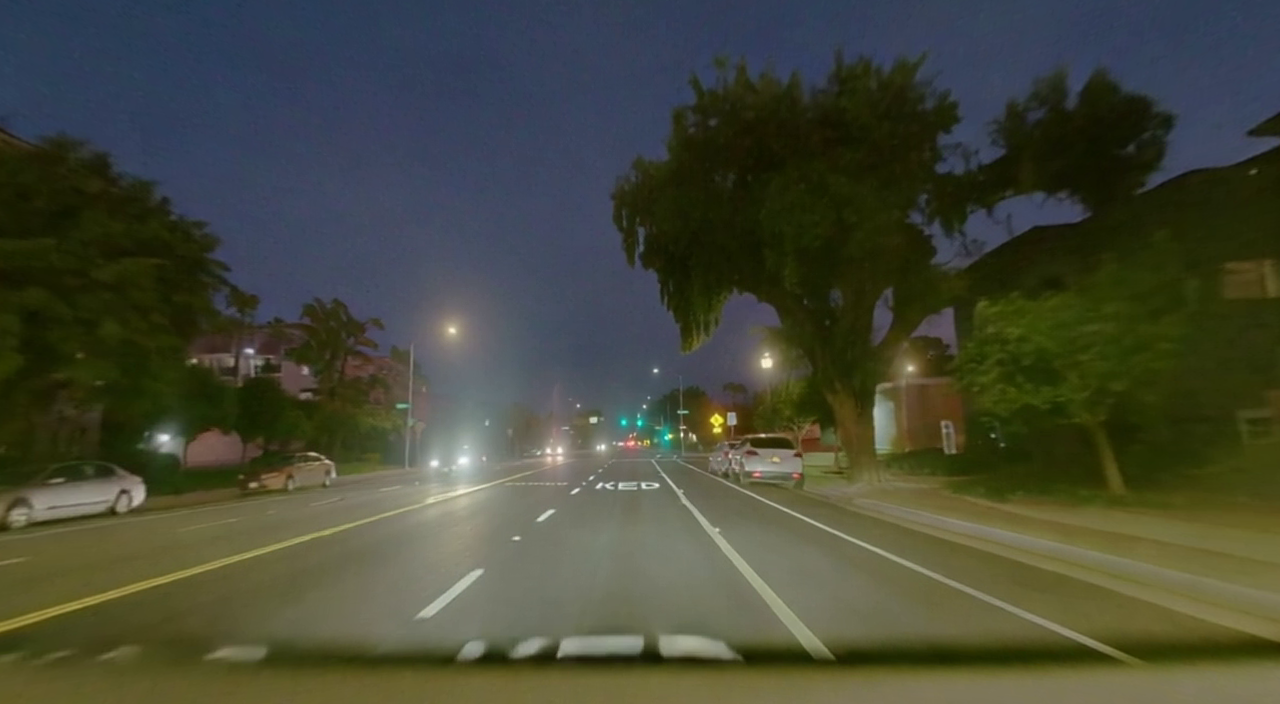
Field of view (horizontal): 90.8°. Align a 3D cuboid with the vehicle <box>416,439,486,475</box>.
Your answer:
[{"bbox_3d":[-9.764,5.474,33.080,2.252,1.737,4.544,0,-8,0],"label":"vehicle"}]

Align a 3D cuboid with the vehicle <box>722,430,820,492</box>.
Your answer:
[{"bbox_3d":[4.084,3.497,20.661,2.220,1.752,4.782,0,-8,0],"label":"vehicle"}]

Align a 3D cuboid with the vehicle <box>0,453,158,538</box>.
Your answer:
[{"bbox_3d":[-14.036,3.172,14.461,2.163,1.641,4.875,0,-8,0],"label":"vehicle"}]

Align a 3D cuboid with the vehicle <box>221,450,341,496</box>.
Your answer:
[{"bbox_3d":[-14.059,4.720,25.161,1.983,1.608,4.699,0,-8,0],"label":"vehicle"}]
